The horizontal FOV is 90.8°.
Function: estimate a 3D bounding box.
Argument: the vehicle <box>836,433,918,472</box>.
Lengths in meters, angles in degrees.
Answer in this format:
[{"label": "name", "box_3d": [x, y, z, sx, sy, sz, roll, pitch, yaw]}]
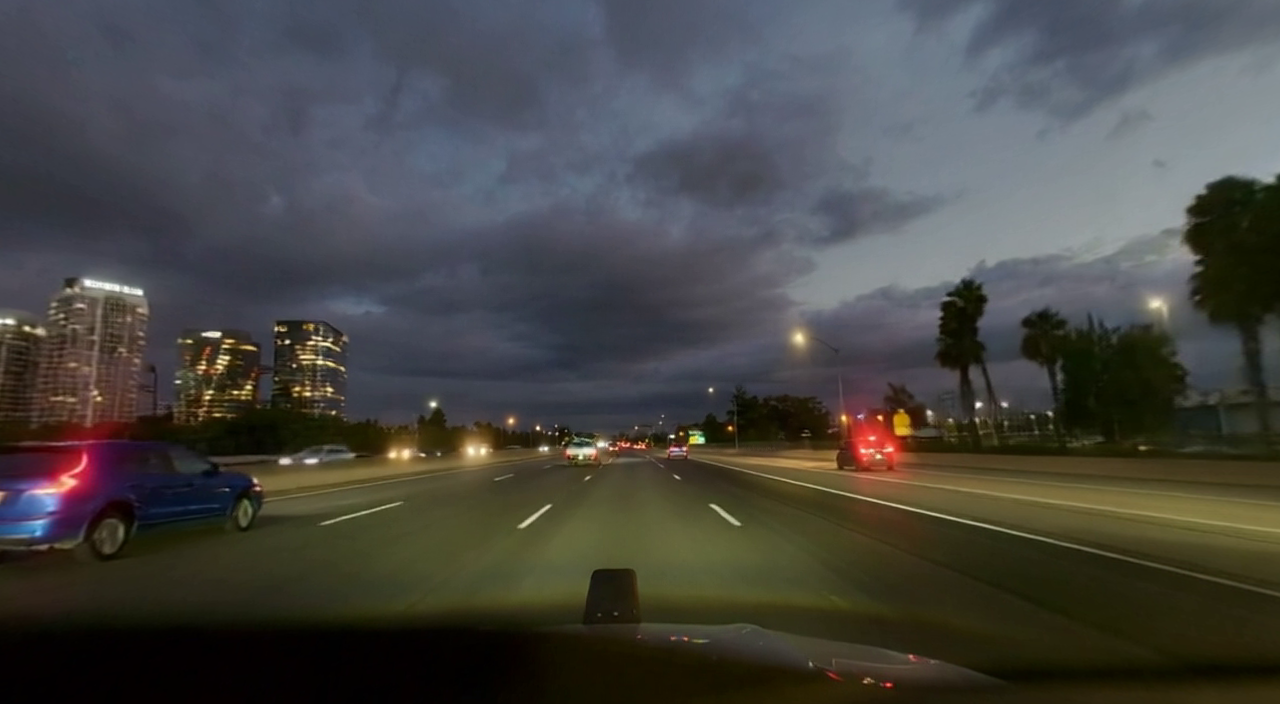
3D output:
[{"label": "vehicle", "box_3d": [11.768, 5.025, 31.769, 2.168, 1.792, 4.457, 0, -9, -3]}]

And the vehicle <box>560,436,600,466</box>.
[{"label": "vehicle", "box_3d": [-4.059, 6.807, 43.427, 2.225, 1.967, 4.673, 0, -9, 1]}]

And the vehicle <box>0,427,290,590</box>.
[{"label": "vehicle", "box_3d": [-6.902, 1.791, 8.043, 2.018, 1.480, 4.999, 0, -9, 0]}]
